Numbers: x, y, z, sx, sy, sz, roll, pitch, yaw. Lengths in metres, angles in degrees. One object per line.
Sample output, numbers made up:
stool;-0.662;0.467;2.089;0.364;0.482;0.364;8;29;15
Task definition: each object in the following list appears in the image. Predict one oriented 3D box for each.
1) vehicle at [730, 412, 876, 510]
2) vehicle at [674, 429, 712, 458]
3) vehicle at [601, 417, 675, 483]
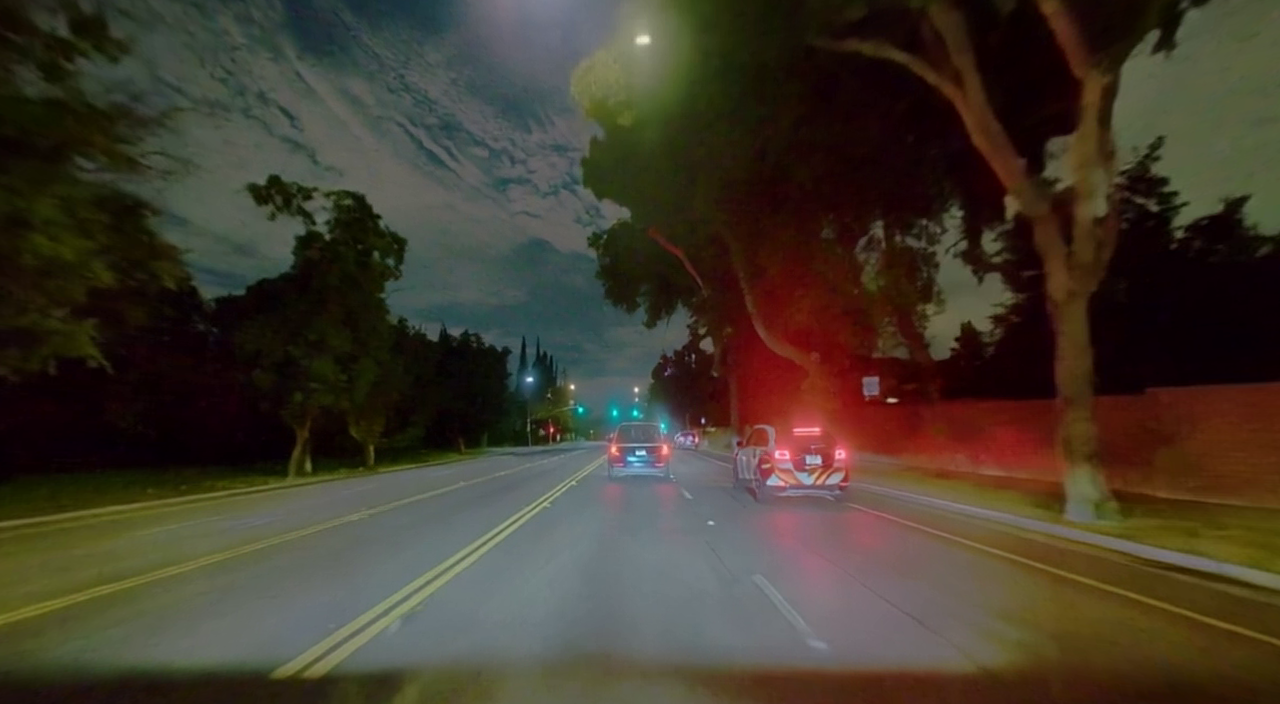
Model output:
vehicle;3.172;2.233;13.209;1.840;1.709;4.202;0;-8;-1
vehicle;3.164;5.552;38.196;1.863;1.610;3.726;0;-8;-1
vehicle;-0.083;2.884;18.677;1.984;1.777;3.148;0;-8;-1
